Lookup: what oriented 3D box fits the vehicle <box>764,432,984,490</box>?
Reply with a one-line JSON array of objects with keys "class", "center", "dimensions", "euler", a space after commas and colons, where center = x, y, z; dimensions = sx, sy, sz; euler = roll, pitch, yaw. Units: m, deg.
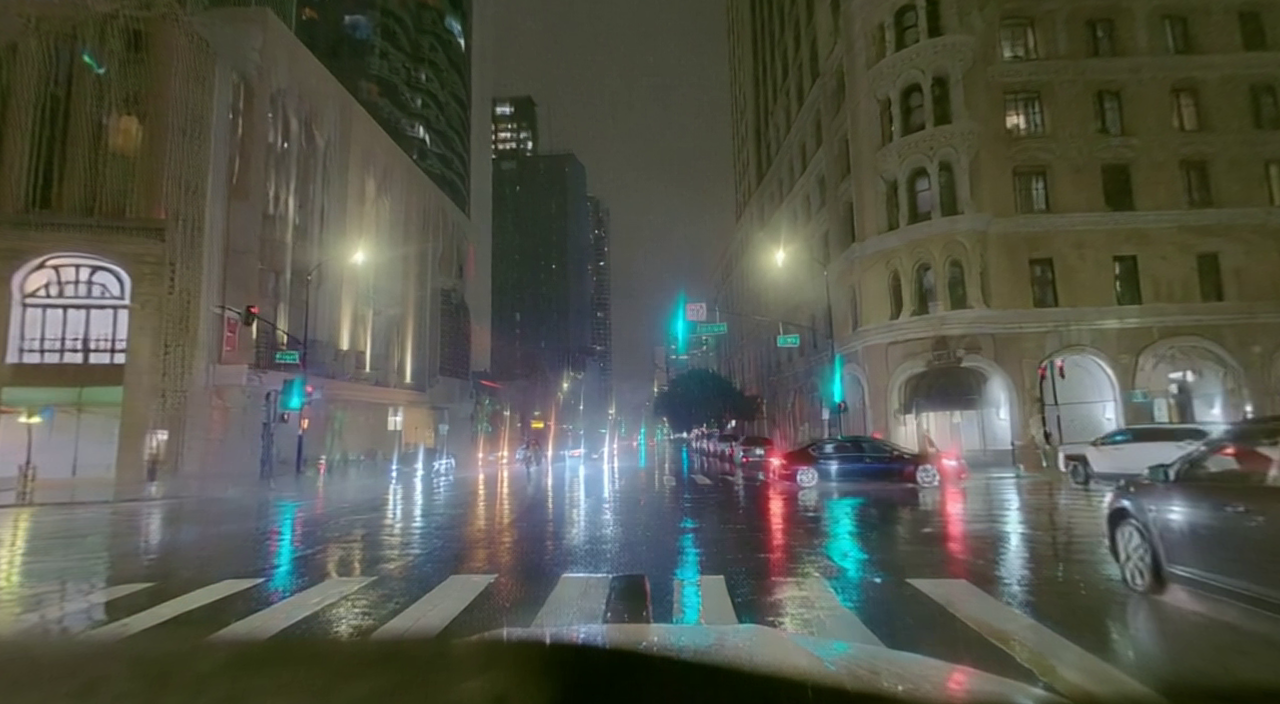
[{"class": "vehicle", "center": [6.202, 2.977, 17.440], "dimensions": [5.388, 1.465, 2.050], "euler": [-2, -9, 11]}]

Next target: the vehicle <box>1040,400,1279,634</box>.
[{"class": "vehicle", "center": [5.140, 1.112, 4.352], "dimensions": [1.912, 1.505, 4.889], "euler": [-1, -8, 5]}]

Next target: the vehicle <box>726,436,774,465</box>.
[{"class": "vehicle", "center": [6.252, 5.648, 36.308], "dimensions": [1.926, 1.574, 3.961], "euler": [0, -8, -2]}]

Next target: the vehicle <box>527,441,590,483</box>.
[{"class": "vehicle", "center": [-2.957, 4.087, 23.728], "dimensions": [1.904, 1.402, 4.759], "euler": [0, -8, -2]}]

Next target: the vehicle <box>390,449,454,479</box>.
[{"class": "vehicle", "center": [-11.924, 6.114, 34.799], "dimensions": [1.998, 1.505, 4.405], "euler": [0, -8, 0]}]
